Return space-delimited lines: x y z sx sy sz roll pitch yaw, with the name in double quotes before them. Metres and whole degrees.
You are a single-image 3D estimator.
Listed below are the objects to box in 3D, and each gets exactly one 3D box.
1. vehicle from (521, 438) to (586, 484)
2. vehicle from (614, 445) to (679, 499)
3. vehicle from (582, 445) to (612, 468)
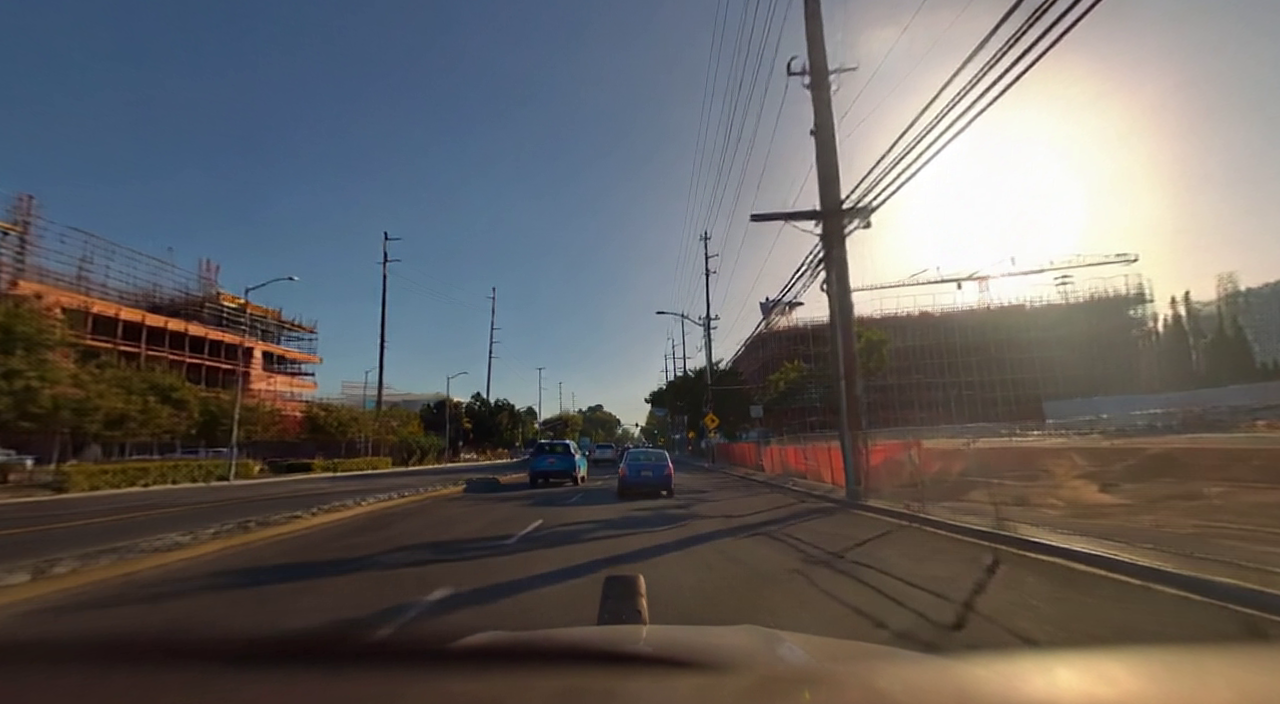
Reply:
"vehicle" -3.640 4.662 27.259 2.078 1.804 4.387 0 -8 2
"vehicle" 0.201 4.092 21.864 2.059 1.691 3.980 0 -8 0
"vehicle" -3.317 8.106 48.949 1.910 1.713 4.786 0 -8 1
